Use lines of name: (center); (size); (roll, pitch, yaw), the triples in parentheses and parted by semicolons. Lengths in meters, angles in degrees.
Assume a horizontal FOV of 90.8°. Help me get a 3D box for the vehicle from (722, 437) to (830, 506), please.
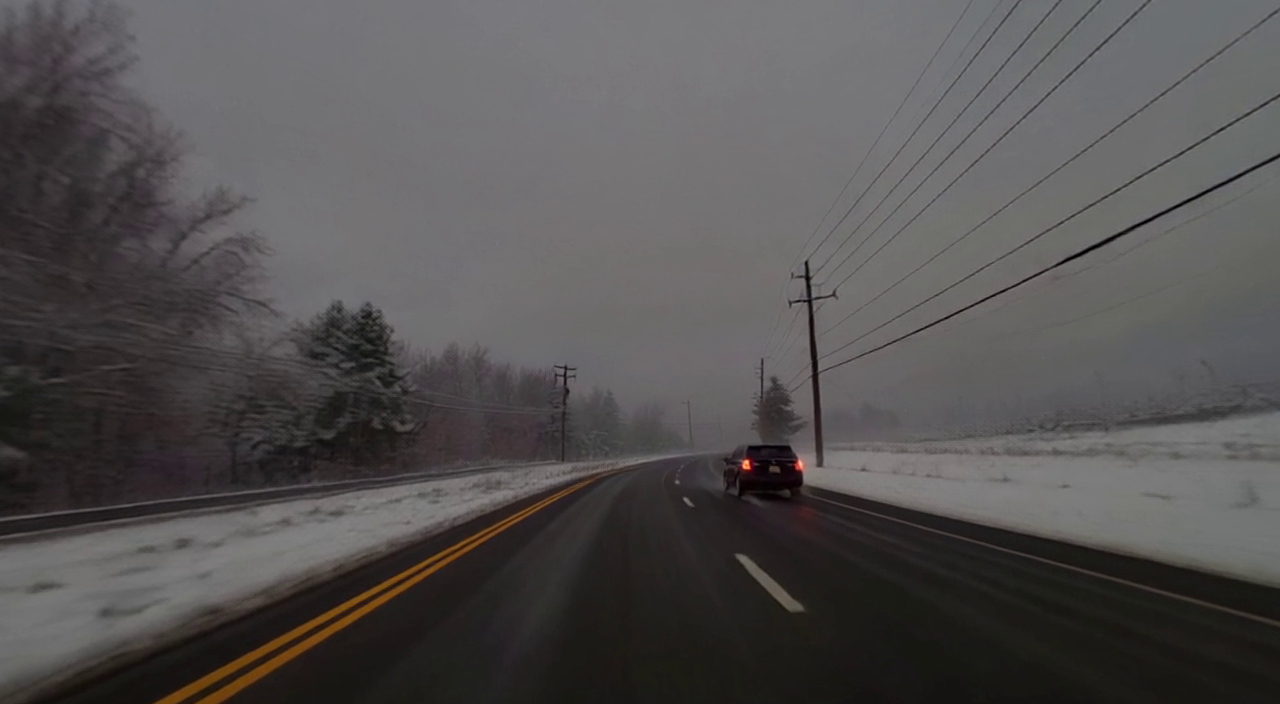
vehicle: (3.656, 3.302, 17.896); (2.135, 1.692, 4.185); (0, -9, 0)
